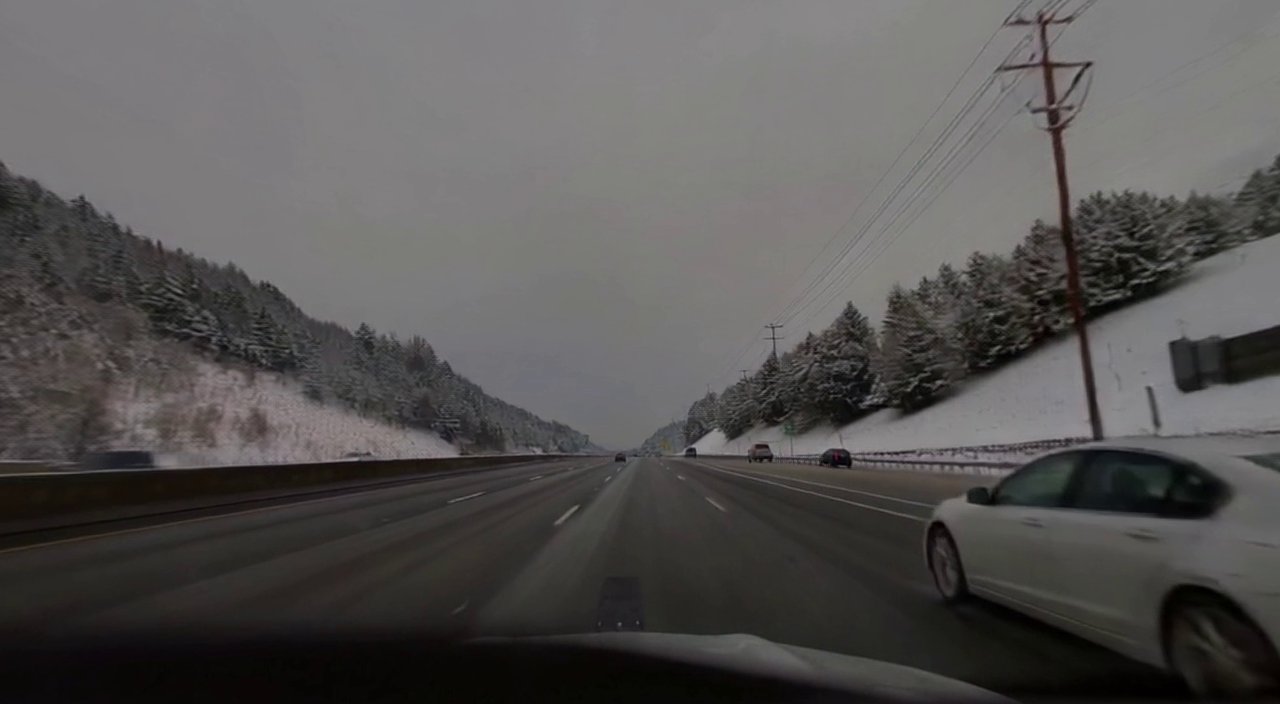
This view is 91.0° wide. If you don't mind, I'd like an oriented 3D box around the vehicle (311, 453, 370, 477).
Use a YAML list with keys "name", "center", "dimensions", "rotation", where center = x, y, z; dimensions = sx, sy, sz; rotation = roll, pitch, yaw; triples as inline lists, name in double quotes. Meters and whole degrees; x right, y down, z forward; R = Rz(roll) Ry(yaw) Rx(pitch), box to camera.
- name: "vehicle"
  center: [-21.274, 8.034, 44.985]
  dimensions: [1.922, 1.512, 4.664]
  rotation: [0, -9, 0]

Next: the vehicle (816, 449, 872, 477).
- name: "vehicle"
  center: [11.800, 6.404, 36.629]
  dimensions: [1.884, 1.486, 3.770]
  rotation: [1, -9, -1]

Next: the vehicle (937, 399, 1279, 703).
- name: "vehicle"
  center: [3.455, 1.036, 2.847]
  dimensions: [2.086, 1.542, 4.355]
  rotation: [0, -9, 0]

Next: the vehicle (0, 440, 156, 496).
- name: "vehicle"
  center: [-18.145, 3.623, 20.018]
  dimensions: [1.868, 1.549, 4.503]
  rotation: [0, -9, 0]
